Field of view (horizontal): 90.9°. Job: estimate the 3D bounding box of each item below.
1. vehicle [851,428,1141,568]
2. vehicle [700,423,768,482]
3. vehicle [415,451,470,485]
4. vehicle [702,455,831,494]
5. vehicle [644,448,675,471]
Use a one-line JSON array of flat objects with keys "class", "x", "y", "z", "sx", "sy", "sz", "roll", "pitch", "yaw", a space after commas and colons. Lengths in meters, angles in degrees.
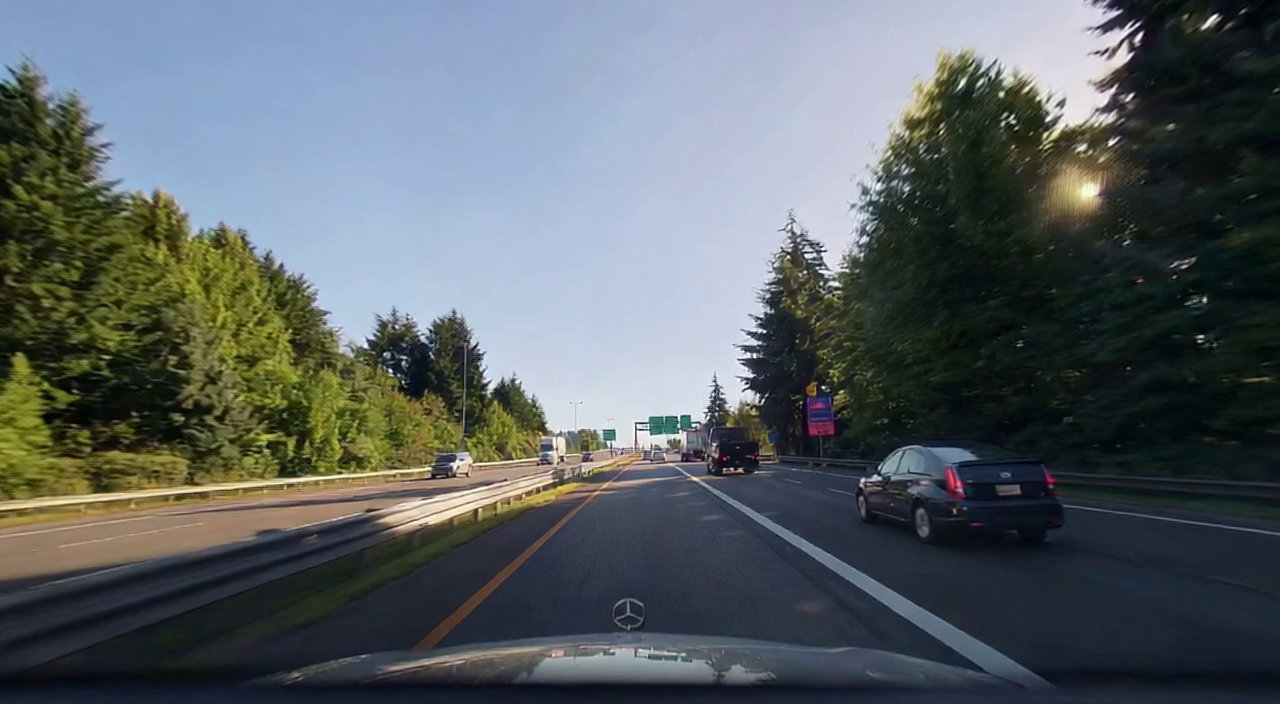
[{"class": "vehicle", "x": 4.531, "y": 1.883, "z": 8.782, "sx": 1.873, "sy": 1.519, "sz": 3.607, "roll": 0, "pitch": -9, "yaw": 0}, {"class": "vehicle", "x": 4.726, "y": 5.192, "z": 32.769, "sx": 2.569, "sy": 2.783, "sz": 5.984, "roll": 0, "pitch": -9, "yaw": -1}, {"class": "vehicle", "x": -12.225, "y": 7.168, "z": 39.258, "sx": 1.899, "sy": 1.750, "sz": 4.339, "roll": -5, "pitch": -9, "yaw": 1}, {"class": "vehicle", "x": 4.607, "y": 4.911, "z": 26.336, "sx": 2.472, "sy": 1.036, "sz": 13.239, "roll": 0, "pitch": -9, "yaw": -1}, {"class": "vehicle", "x": 1.320, "y": 7.399, "z": 43.558, "sx": 2.049, "sy": 1.500, "sz": 3.790, "roll": 0, "pitch": -9, "yaw": 1}]
